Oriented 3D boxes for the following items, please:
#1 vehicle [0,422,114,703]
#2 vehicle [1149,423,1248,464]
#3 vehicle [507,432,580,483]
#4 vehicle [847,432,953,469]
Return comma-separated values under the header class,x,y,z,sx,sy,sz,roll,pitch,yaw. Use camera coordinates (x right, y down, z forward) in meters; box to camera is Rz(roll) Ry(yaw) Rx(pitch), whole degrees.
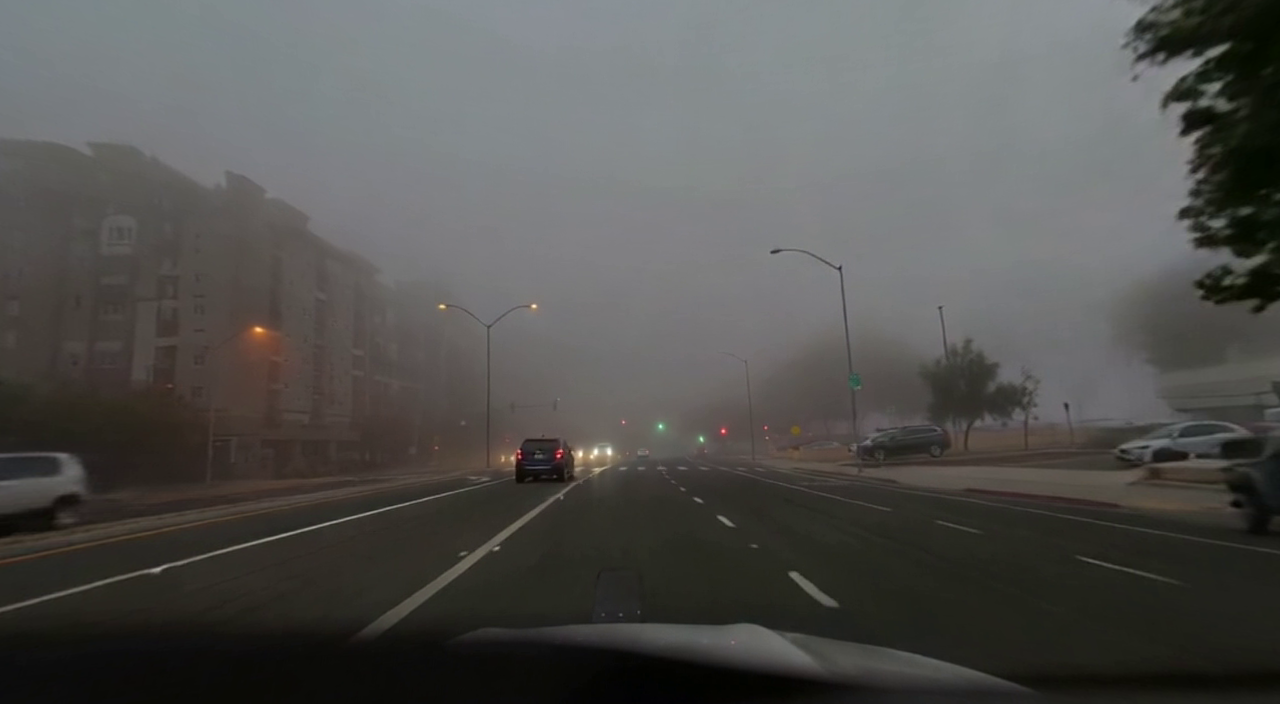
class,x,y,z,sx,sy,sz,roll,pitch,yaw
vehicle,-3.800,0.774,1.014,2.144,1.447,4.421,0,-9,-1
vehicle,21.878,3.618,24.954,1.901,1.450,4.504,-5,-10,29
vehicle,-3.862,4.367,26.311,2.220,1.888,4.904,0,-9,1
vehicle,12.695,4.843,31.130,4.399,1.722,2.202,-2,-9,11
